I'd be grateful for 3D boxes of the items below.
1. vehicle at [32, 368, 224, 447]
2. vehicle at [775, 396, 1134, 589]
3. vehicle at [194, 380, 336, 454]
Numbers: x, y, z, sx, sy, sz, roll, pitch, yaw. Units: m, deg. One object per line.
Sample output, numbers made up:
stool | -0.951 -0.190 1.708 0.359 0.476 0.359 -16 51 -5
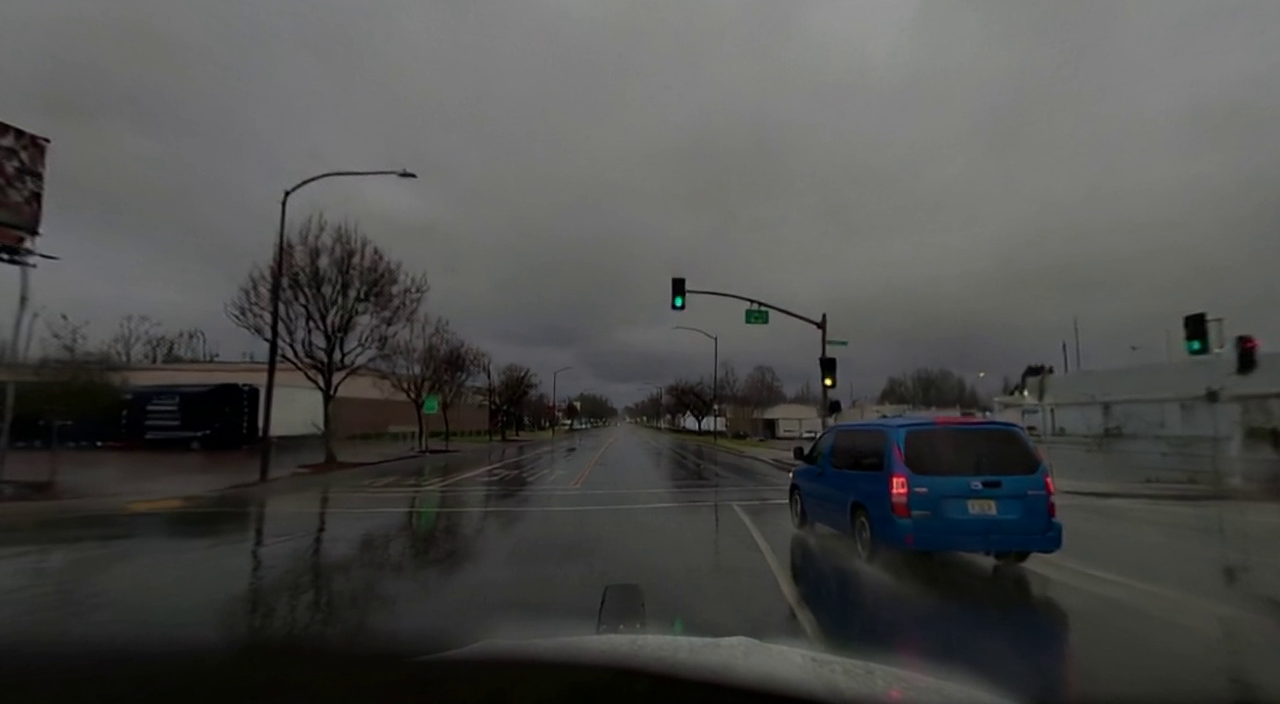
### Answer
vehicle | -27.598 3.136 34.815 2.943 3.741 9.094 1 -6 0
vehicle | 3.532 1.672 8.482 2.202 1.822 4.826 1 -8 -2
vehicle | -20.747 3.620 35.615 3.337 3.644 7.945 1 -5 -2
